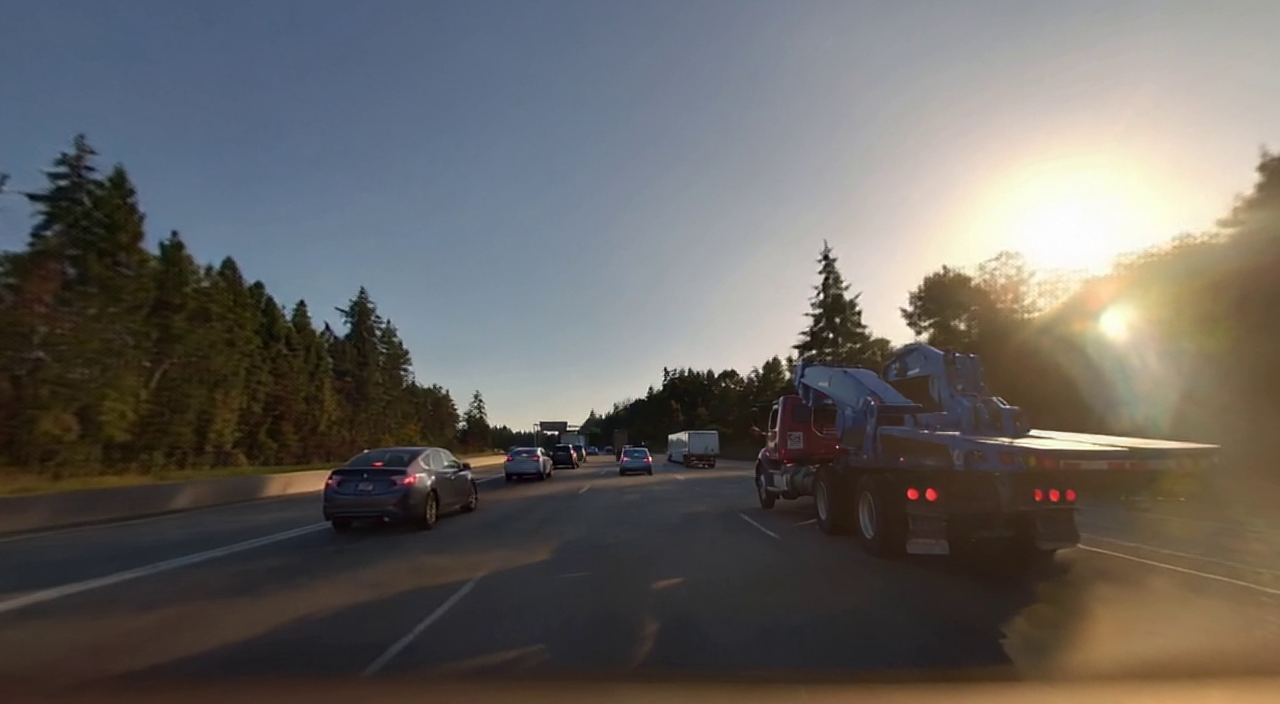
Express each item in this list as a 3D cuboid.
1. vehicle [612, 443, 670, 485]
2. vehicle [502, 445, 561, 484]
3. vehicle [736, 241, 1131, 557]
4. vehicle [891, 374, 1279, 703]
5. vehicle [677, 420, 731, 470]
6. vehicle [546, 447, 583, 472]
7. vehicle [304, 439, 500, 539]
[{"bbox_3d":[-0.020,4.431,25.038,2.150,1.498,3.988,0,-9,-2],"label":"vehicle"},{"bbox_3d":[-4.598,4.812,27.131,1.858,1.527,3.974,0,-9,0],"label":"vehicle"},{"bbox_3d":[3.923,1.123,11.377,2.975,3.618,8.456,0,-9,0],"label":"vehicle"},{"bbox_3d":[4.076,1.100,3.924,2.599,1.631,5.693,0,-9,-1],"label":"vehicle"},{"bbox_3d":[3.879,5.905,39.459,2.416,2.829,7.016,0,-9,-2],"label":"vehicle"},{"bbox_3d":[-4.814,6.956,40.611,1.924,1.481,4.264,0,-9,-1],"label":"vehicle"},{"bbox_3d":[-4.202,2.483,12.068,1.880,1.507,4.757,0,-9,1],"label":"vehicle"}]
